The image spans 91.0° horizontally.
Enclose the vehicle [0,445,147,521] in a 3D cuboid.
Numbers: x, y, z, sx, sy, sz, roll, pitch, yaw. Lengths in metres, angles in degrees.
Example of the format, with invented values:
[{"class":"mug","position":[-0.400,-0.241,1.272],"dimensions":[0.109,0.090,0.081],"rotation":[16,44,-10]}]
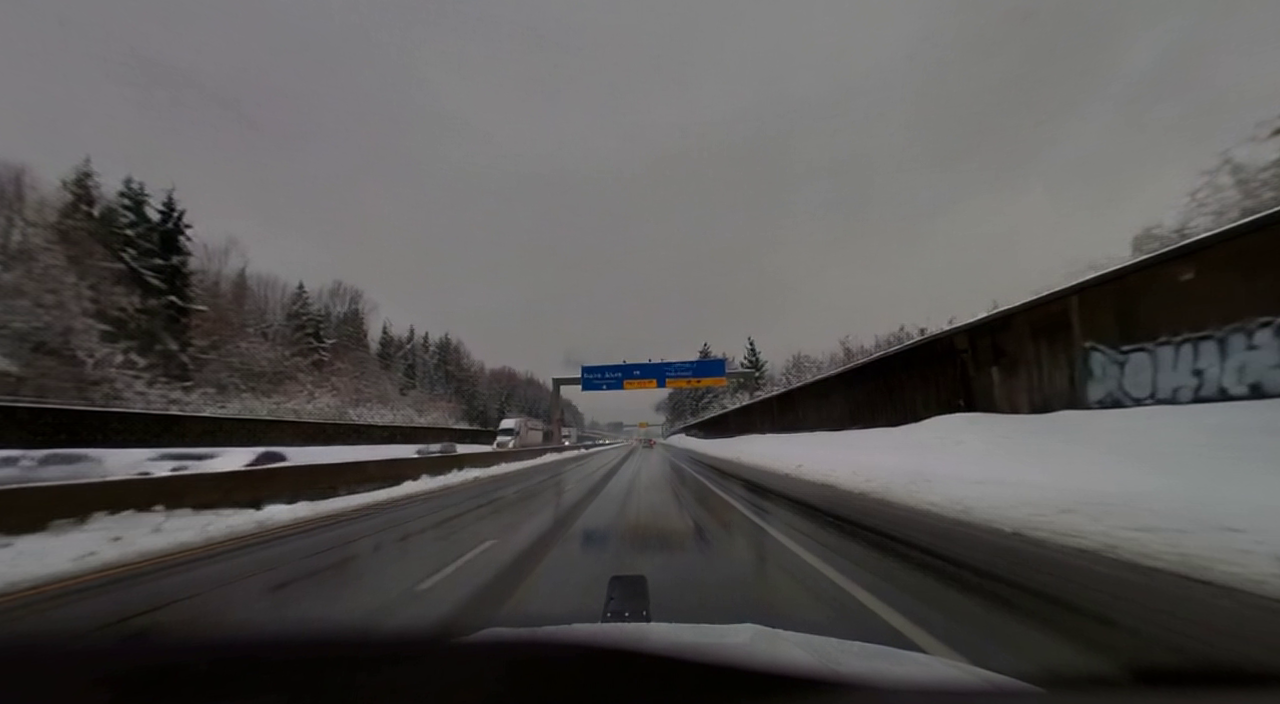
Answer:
[{"class":"vehicle","position":[-14.769,3.099,15.339],"dimensions":[1.924,1.609,4.275],"rotation":[0,-8,1]}]

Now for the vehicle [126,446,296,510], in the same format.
[{"class":"vehicle","position":[-11.259,3.278,16.895],"dimensions":[1.768,1.469,3.813],"rotation":[0,-8,2]}]
